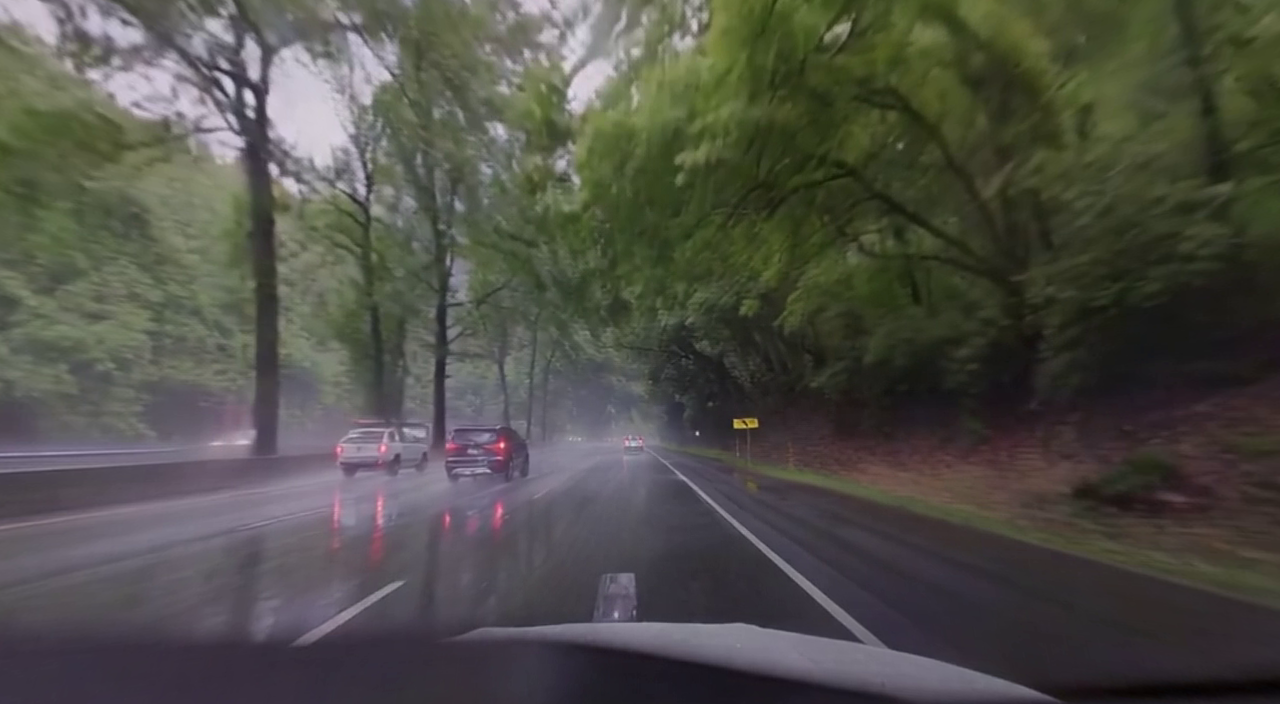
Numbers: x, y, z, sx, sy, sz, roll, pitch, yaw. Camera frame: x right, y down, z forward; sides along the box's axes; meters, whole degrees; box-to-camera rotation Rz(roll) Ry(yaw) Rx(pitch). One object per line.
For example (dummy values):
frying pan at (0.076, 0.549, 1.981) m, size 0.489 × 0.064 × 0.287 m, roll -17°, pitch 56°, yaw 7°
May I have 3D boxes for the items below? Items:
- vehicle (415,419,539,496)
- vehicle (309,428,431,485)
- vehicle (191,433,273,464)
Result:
vehicle at (-3.889, 2.565, 15.812) m, size 2.034 × 1.675 × 4.080 m, roll 0°, pitch -7°, yaw -1°
vehicle at (-8.074, 3.127, 19.274) m, size 2.000 × 1.552 × 3.946 m, roll 0°, pitch -8°, yaw -1°
vehicle at (-20.054, 4.732, 31.130) m, size 1.739 × 1.432 × 3.528 m, roll 0°, pitch -8°, yaw -2°
